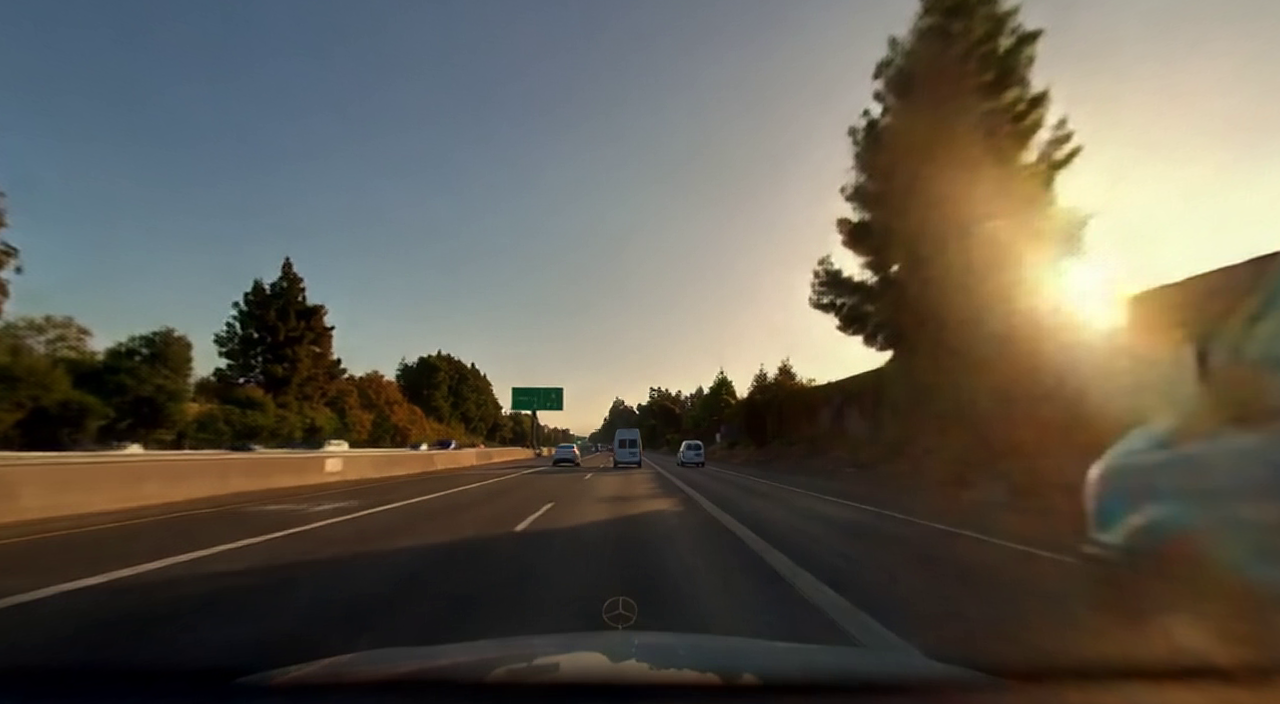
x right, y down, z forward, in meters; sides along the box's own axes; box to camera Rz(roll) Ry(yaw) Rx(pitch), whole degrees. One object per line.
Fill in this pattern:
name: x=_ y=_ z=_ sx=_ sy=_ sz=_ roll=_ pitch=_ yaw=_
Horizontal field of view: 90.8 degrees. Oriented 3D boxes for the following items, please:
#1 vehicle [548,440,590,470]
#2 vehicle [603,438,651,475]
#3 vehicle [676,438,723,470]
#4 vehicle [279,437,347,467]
vehicle: x=-4.224 y=6.182 z=38.120 sx=2.023 sy=1.709 sz=4.263 roll=0 pitch=-8 yaw=1
vehicle: x=-0.651 y=5.373 z=32.759 sx=2.297 sy=1.783 sz=4.355 roll=0 pitch=-8 yaw=-1
vehicle: x=3.353 y=5.866 z=36.544 sx=2.160 sy=1.759 sz=4.214 roll=0 pitch=-8 yaw=-2
vehicle: x=-17.882 y=5.488 z=34.762 sx=1.875 sy=1.527 sz=3.520 roll=0 pitch=-8 yaw=-1
